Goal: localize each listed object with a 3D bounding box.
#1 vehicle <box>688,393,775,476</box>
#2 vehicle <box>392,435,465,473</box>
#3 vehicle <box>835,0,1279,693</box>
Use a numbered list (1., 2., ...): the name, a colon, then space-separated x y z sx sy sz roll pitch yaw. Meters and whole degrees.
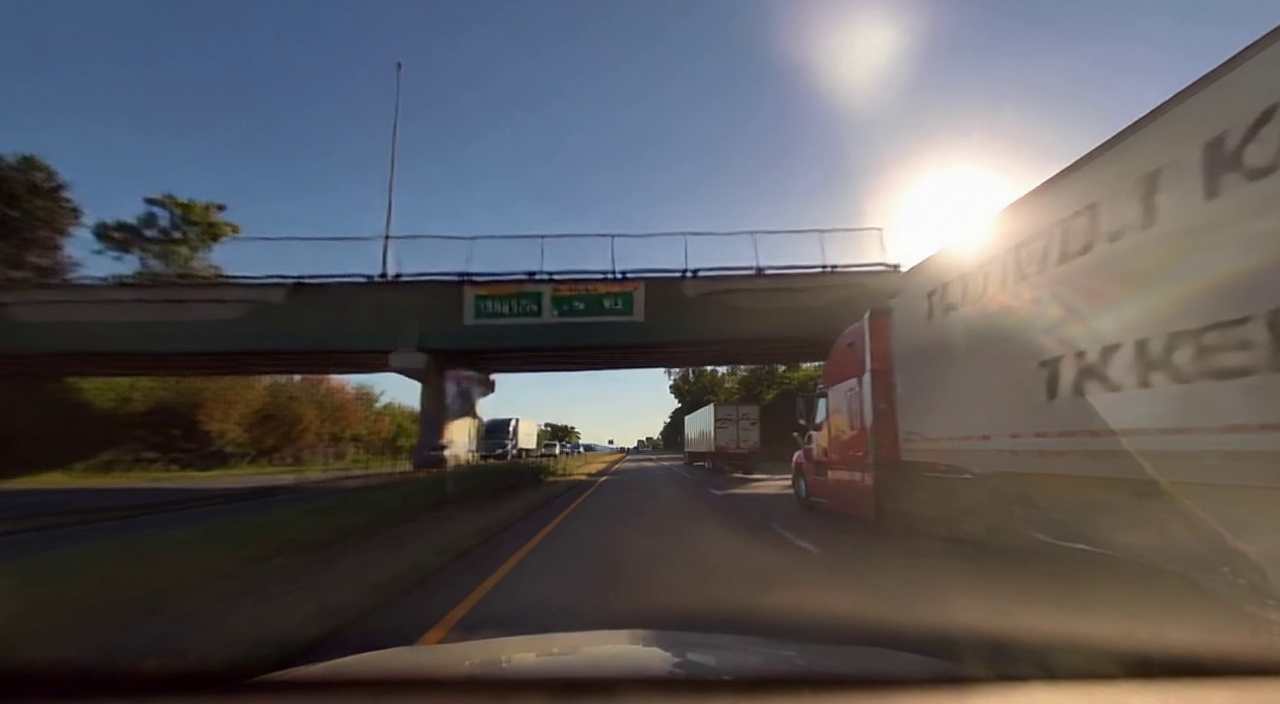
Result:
1. vehicle: 5.023 5.134 38.094 2.983 4.030 14.444 0 -9 0
2. vehicle: -9.944 4.826 29.963 1.858 1.645 4.182 0 -9 2
3. vehicle: 4.981 -0.117 3.973 2.929 4.093 14.258 0 -9 0
